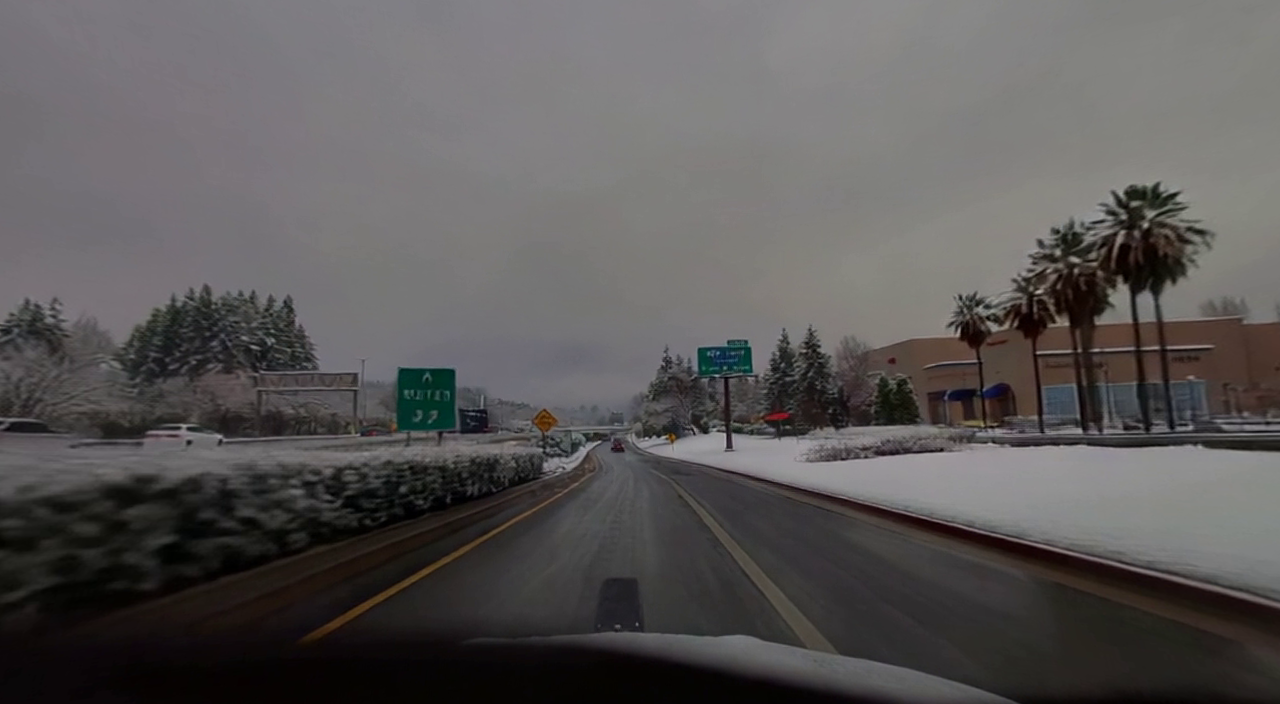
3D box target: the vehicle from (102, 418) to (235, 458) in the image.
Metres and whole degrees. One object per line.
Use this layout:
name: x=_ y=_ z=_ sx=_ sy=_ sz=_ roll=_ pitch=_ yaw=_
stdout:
vehicle: x=-18.894 y=3.529 z=25.648 sx=1.931 sy=1.451 sz=4.683 roll=0 pitch=-8 yaw=-2
